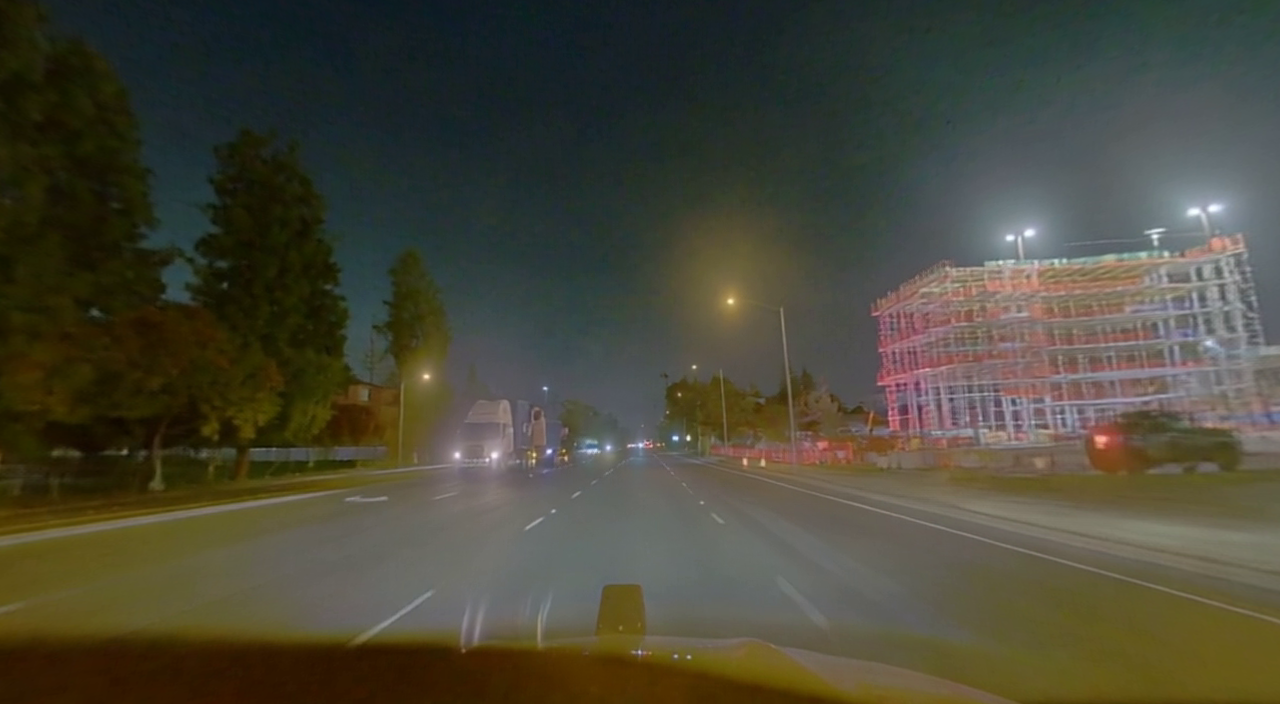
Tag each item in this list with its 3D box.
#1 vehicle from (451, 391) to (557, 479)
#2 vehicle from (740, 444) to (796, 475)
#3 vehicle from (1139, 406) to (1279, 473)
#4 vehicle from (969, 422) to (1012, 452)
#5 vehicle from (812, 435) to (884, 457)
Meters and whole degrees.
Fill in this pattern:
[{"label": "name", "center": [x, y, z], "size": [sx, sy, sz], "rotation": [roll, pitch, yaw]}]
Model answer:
[{"label": "vehicle", "center": [-6.955, 4.591, 34.168], "size": [3.071, 3.982, 10.729], "rotation": [0, -8, 2]}, {"label": "vehicle", "center": [6.667, 5.625, 33.146], "size": [1.933, 1.488, 4.736], "rotation": [0, -8, 0]}, {"label": "vehicle", "center": [16.359, 2.328, 16.689], "size": [4.422, 1.677, 2.004], "rotation": [0, -8, -1]}, {"label": "vehicle", "center": [23.375, 5.690, 41.753], "size": [2.078, 1.823, 5.181], "rotation": [-5, -10, 32]}, {"label": "vehicle", "center": [16.063, 7.291, 48.639], "size": [4.775, 1.610, 2.147], "rotation": [0, -9, -2]}]
